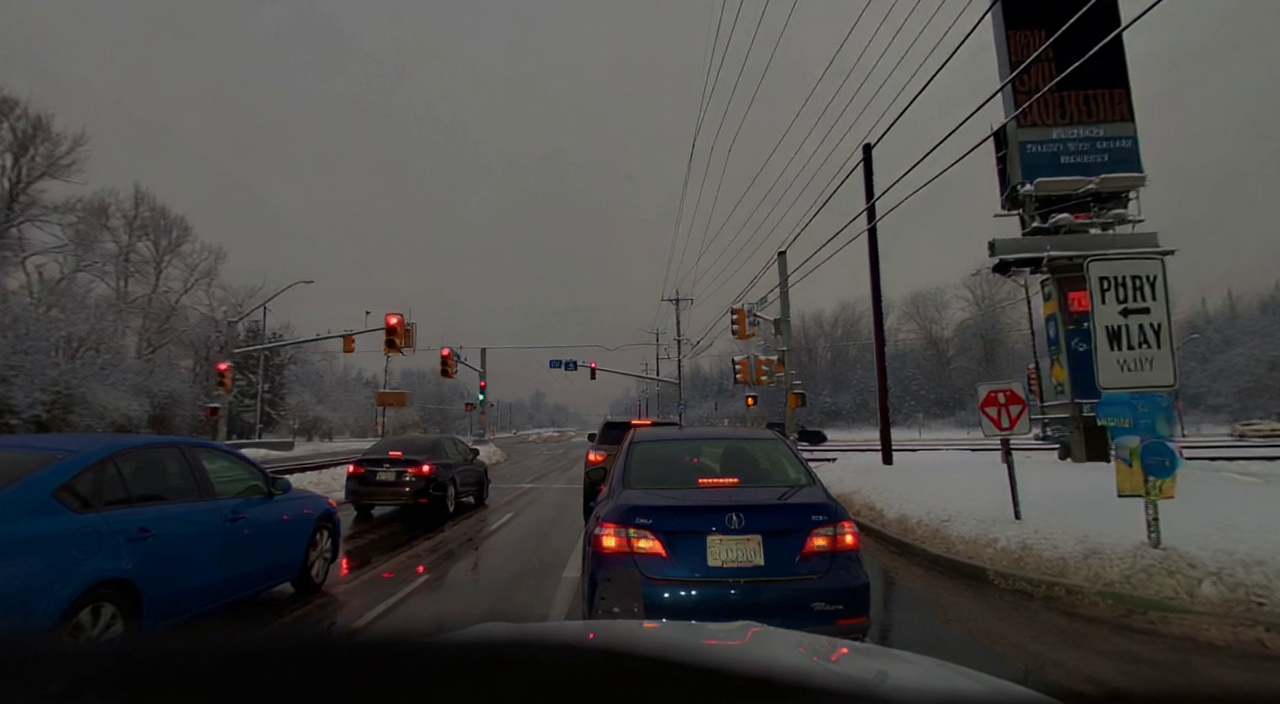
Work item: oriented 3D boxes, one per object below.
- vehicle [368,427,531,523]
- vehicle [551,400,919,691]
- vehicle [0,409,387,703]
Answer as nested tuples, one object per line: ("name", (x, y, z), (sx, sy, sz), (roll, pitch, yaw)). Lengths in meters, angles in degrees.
("vehicle", (-3.364, 2.256, 12.072), (1.984, 1.505, 4.047), (0, -9, -2))
("vehicle", (0.403, 1.329, 5.451), (1.998, 1.529, 3.960), (1, -9, -4))
("vehicle", (-3.717, 1.256, 4.504), (1.956, 1.468, 4.585), (0, -9, -1))
